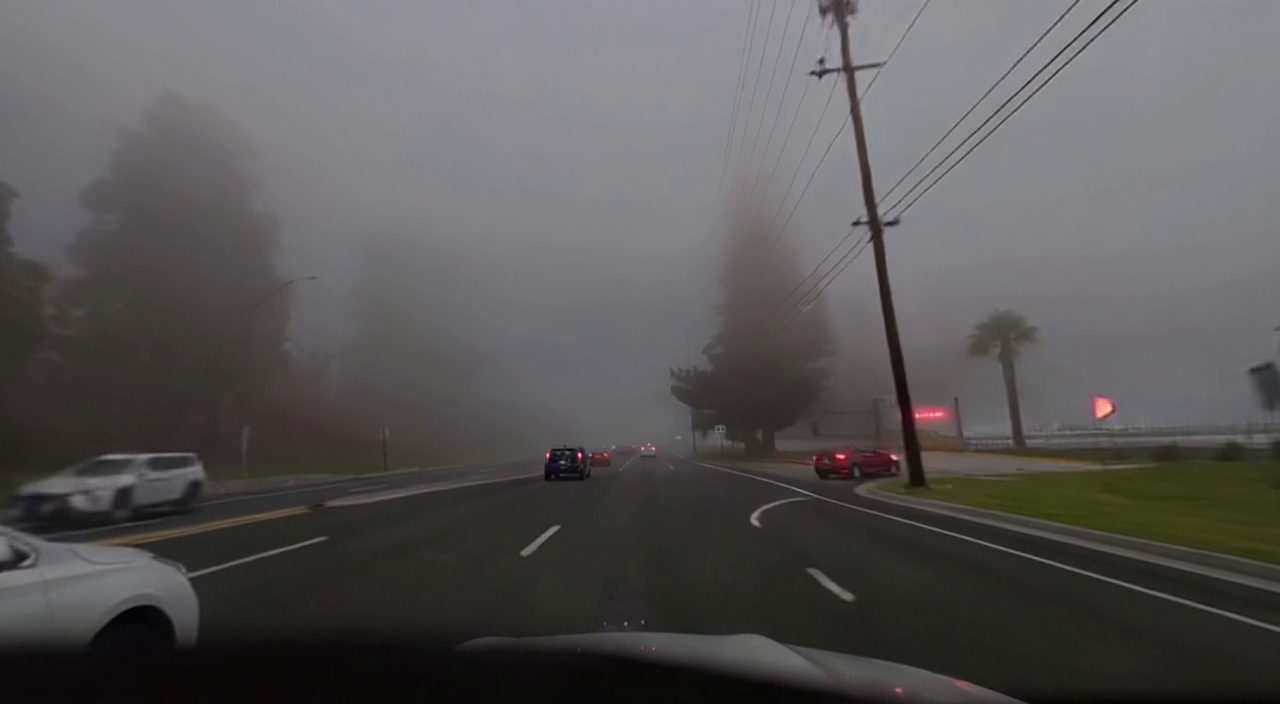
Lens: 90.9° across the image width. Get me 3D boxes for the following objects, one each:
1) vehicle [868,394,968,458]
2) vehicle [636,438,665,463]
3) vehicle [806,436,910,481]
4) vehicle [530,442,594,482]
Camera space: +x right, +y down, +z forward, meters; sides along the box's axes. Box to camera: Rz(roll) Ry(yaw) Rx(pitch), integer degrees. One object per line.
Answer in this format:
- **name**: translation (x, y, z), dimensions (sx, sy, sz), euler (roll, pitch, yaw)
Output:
- **vehicle**: translation (20.055, 5.302, 46.234), dimensions (2.923, 4.081, 8.860), euler (-3, -5, -2)
- **vehicle**: translation (0.782, 7.489, 47.865), dimensions (2.155, 1.781, 3.977), euler (0, -9, 1)
- **vehicle**: translation (8.394, 4.029, 24.055), dimensions (2.062, 1.541, 4.420), euler (-8, -12, 43)
- **vehicle**: translation (-3.024, 4.381, 25.404), dimensions (1.982, 1.451, 4.152), euler (0, -9, 1)
